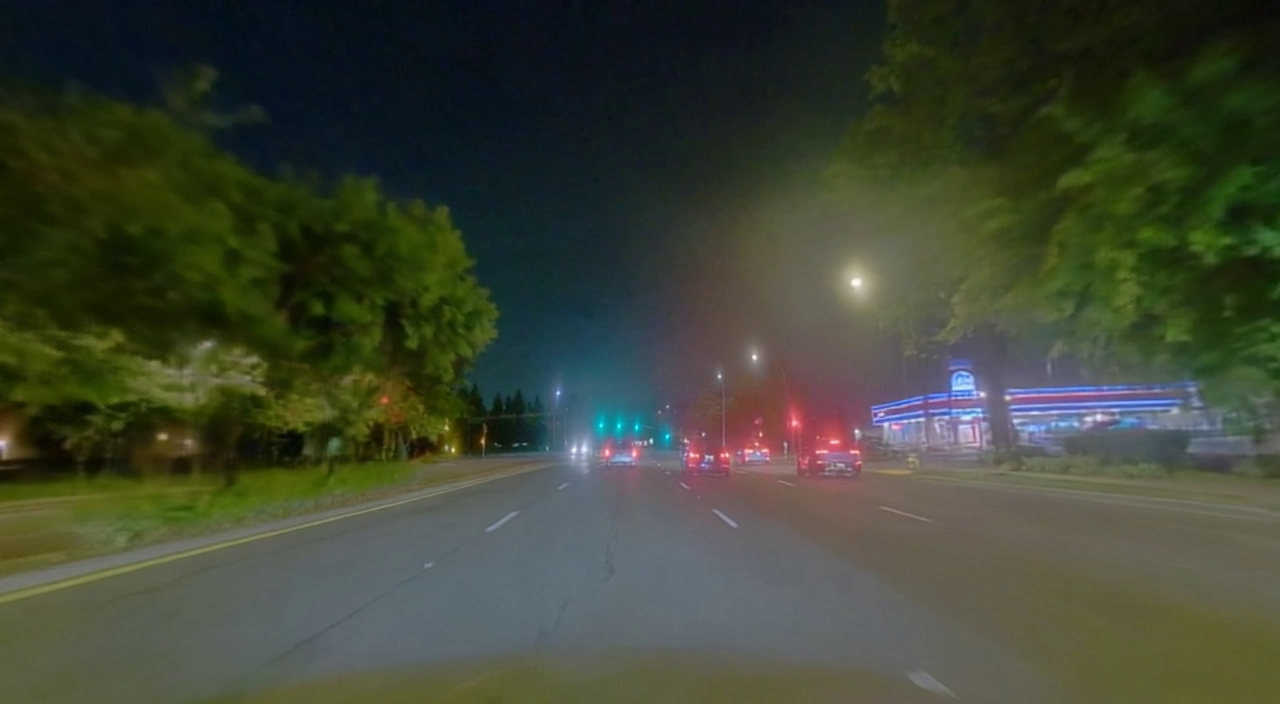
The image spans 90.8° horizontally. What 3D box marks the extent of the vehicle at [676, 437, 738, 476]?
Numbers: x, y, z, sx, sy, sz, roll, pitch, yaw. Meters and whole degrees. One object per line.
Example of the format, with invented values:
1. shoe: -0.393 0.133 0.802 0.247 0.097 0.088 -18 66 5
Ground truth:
1. vehicle: 2.714 4.380 26.781 2.057 1.491 4.675 0 -8 -1

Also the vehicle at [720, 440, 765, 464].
1. vehicle: 6.329 6.230 39.376 2.068 1.393 3.874 0 -8 -1

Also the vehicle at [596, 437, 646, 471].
1. vehicle: -0.867 4.901 30.557 2.242 1.474 4.127 0 -8 0
